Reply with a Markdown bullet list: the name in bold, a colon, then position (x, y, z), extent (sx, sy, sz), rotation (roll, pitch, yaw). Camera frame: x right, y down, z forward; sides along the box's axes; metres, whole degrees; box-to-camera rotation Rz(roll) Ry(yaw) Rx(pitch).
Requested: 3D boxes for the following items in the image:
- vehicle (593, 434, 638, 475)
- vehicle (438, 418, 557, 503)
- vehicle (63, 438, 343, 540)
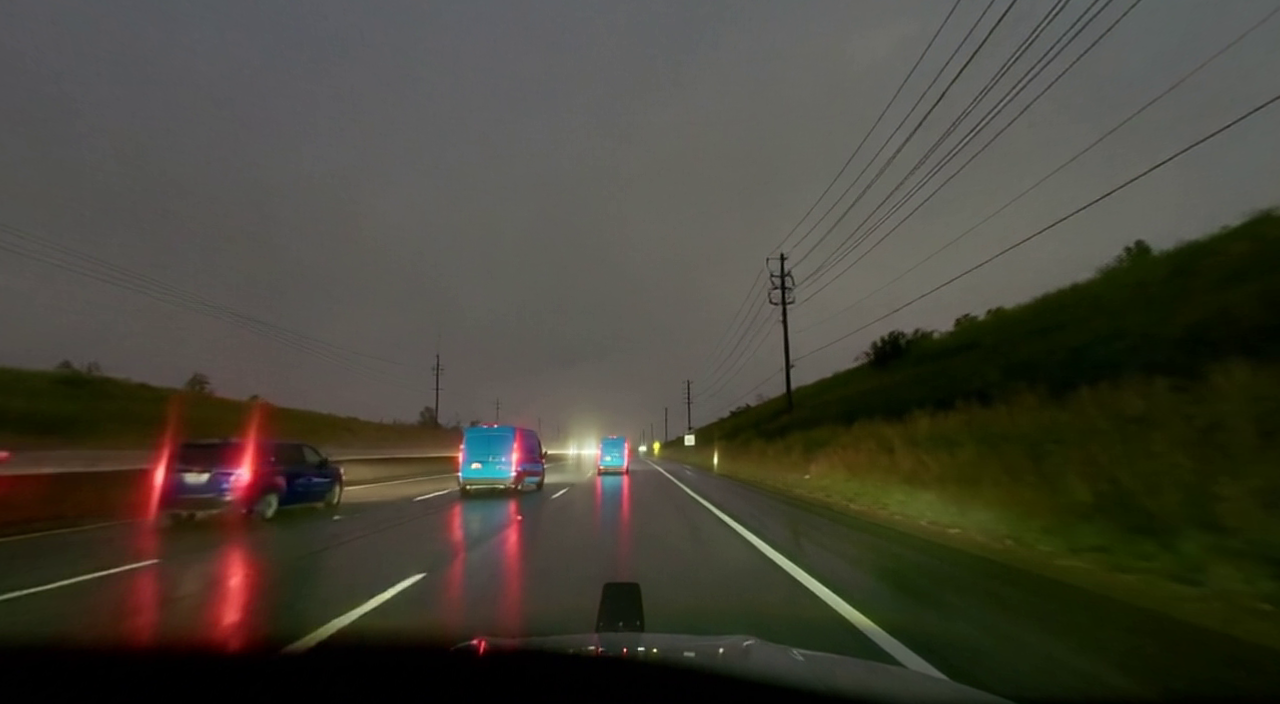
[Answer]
- **vehicle**: position (-1.252, 5.491, 33.807), extent (2.197, 2.011, 5.130), rotation (0, -9, -1)
- **vehicle**: position (-3.735, 2.986, 17.597), extent (2.145, 2.010, 4.980), rotation (0, -9, 0)
- **vehicle**: position (-7.838, 2.470, 12.114), extent (1.975, 1.540, 4.759), rotation (0, -9, 0)
